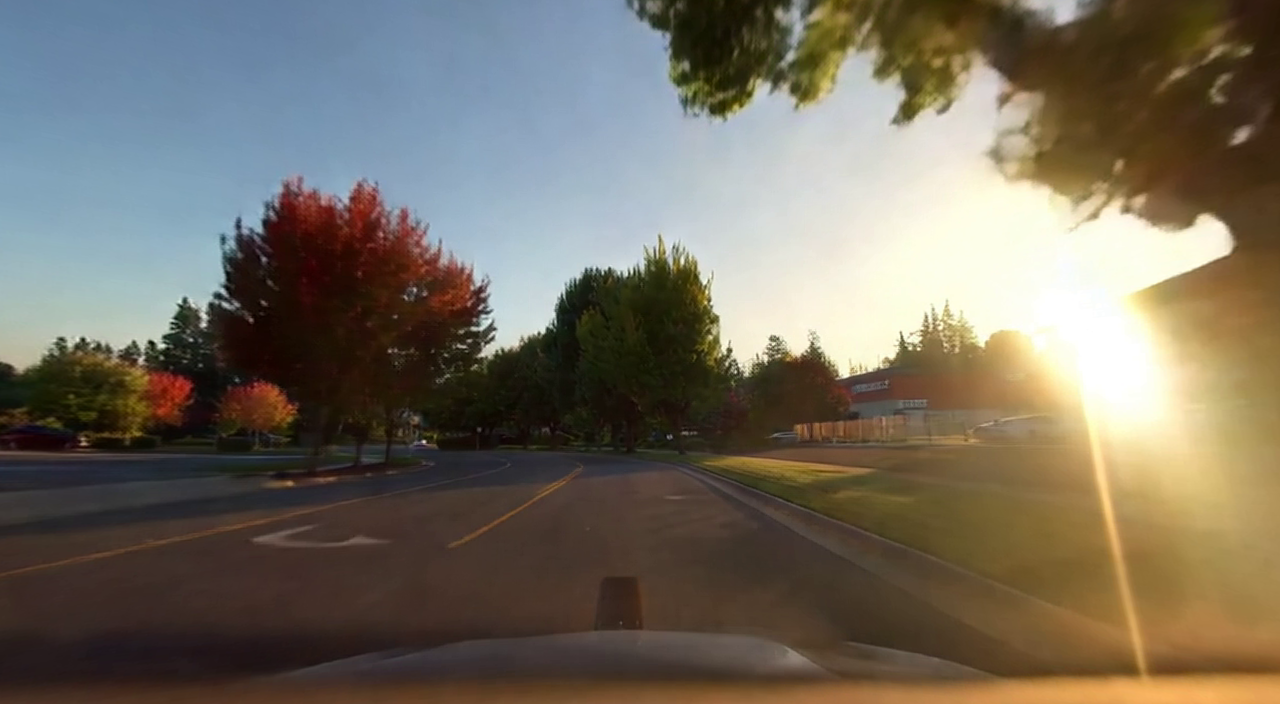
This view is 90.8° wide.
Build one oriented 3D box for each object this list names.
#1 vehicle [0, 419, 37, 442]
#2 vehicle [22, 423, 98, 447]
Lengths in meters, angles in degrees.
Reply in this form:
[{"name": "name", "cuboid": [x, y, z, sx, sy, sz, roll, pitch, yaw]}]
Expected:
[{"name": "vehicle", "cuboid": [-50.144, 6.172, 49.569, 1.920, 1.729, 4.303, 1, -8, -11]}, {"name": "vehicle", "cuboid": [-40.987, 5.879, 44.773, 1.837, 1.642, 4.345, 2, -8, -10]}]
